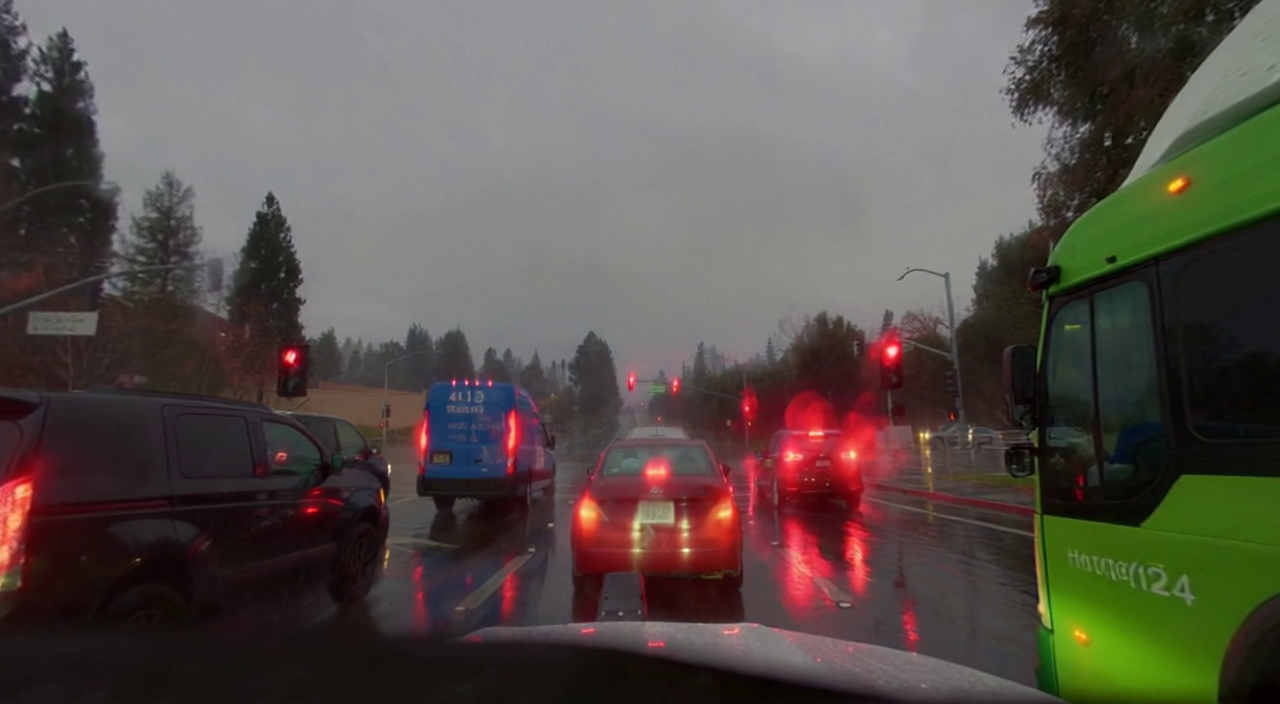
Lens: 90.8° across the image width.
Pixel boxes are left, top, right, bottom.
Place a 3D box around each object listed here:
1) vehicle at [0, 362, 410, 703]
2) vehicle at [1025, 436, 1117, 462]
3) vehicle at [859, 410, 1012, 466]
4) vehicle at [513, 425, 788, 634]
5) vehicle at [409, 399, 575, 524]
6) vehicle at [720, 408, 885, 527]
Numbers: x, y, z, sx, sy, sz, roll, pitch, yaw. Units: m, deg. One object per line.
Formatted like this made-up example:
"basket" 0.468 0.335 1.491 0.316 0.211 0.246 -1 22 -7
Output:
"vehicle" -3.405 1.182 4.639 1.921 1.701 3.989 0 -8 0
"vehicle" 25.873 5.828 37.998 4.229 1.489 1.794 0 -9 -2
"vehicle" 17.593 5.145 37.927 7.839 3.213 2.628 0 -8 -3
"vehicle" 0.066 1.551 6.435 1.976 1.485 3.624 0 -8 0
"vehicle" -2.923 2.355 13.987 2.335 2.221 5.165 0 -8 1
"vehicle" 3.150 2.400 13.672 2.143 2.036 5.367 0 -8 0
